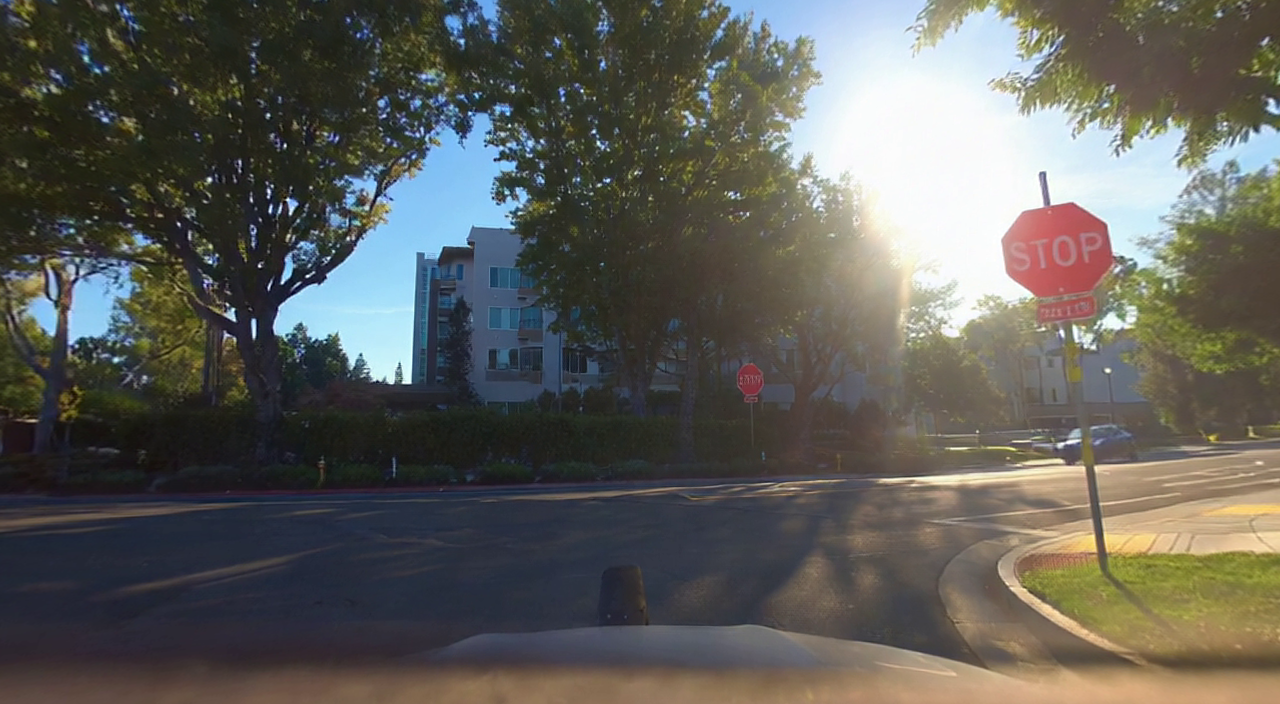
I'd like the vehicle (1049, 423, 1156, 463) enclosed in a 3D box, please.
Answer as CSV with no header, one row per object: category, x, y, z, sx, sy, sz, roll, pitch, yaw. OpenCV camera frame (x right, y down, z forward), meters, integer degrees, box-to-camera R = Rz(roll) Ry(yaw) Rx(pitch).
vehicle,18.574,3.656,25.271,4.473,1.474,2.108,6,-10,-36
